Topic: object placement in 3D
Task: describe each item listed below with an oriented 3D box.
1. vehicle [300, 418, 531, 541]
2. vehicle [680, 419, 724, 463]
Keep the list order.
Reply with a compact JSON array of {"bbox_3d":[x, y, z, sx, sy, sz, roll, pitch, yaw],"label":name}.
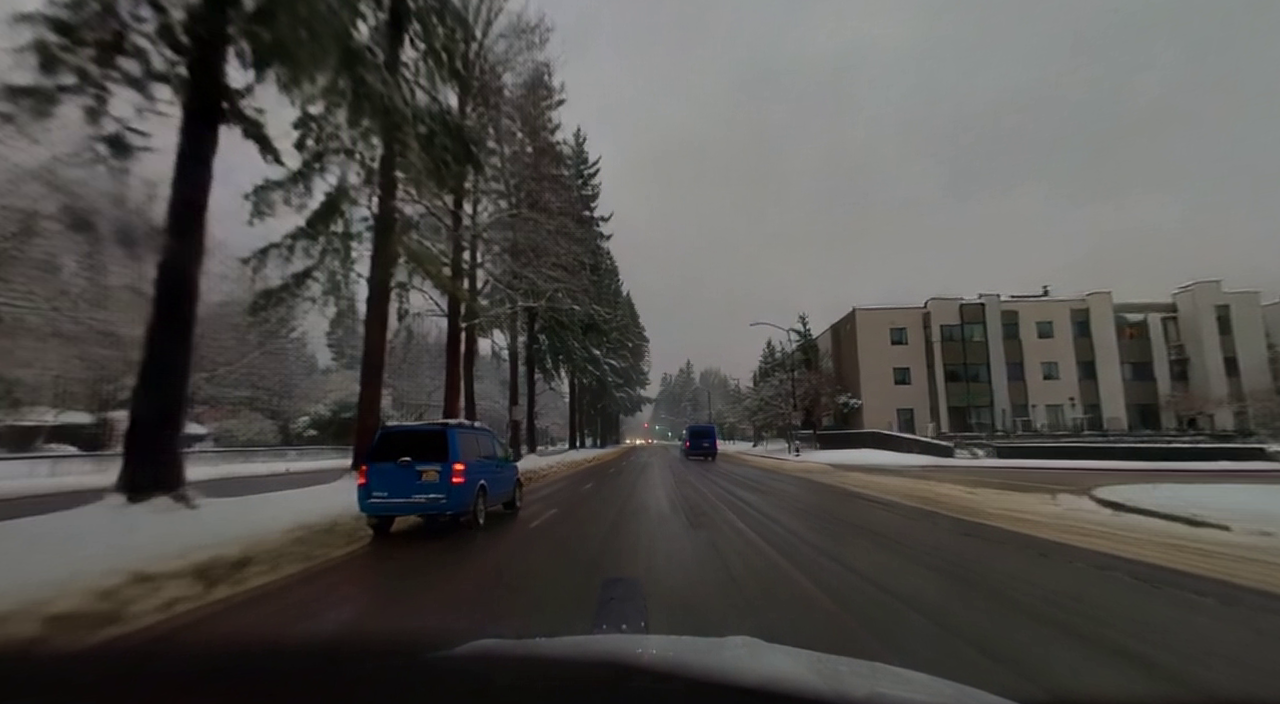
[{"bbox_3d":[-3.377,2.024,10.668,2.129,1.602,4.532,0,-8,2],"label":"vehicle"},{"bbox_3d":[3.958,5.863,41.284,2.349,2.671,5.744,0,-8,0],"label":"vehicle"}]
